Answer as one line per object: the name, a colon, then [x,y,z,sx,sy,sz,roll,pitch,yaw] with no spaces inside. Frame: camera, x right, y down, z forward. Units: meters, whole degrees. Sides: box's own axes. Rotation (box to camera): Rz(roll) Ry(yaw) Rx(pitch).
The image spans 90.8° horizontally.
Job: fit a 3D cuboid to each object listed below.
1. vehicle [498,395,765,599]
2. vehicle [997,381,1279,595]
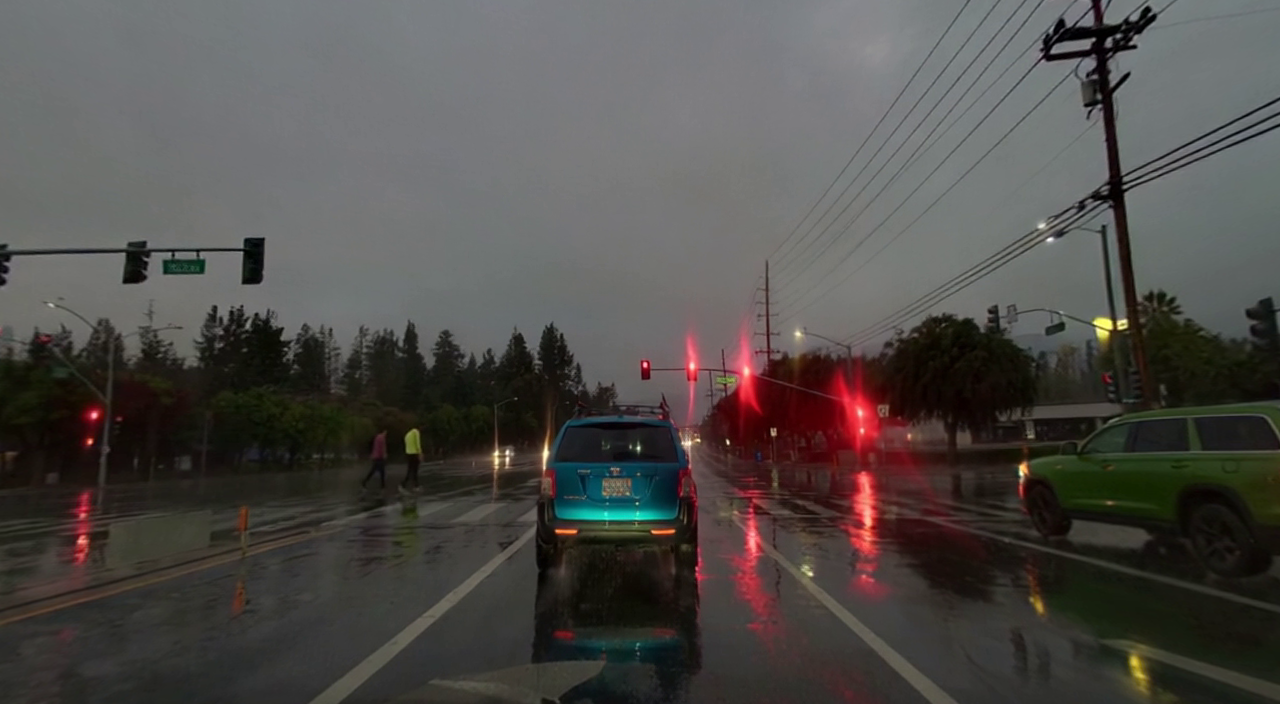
vehicle: [-0.107,1.565,7.636,2.285,1.729,4.252,0,-9,-1]
vehicle: [6.576,1.439,7.235,2.119,1.827,4.806,0,-9,0]
